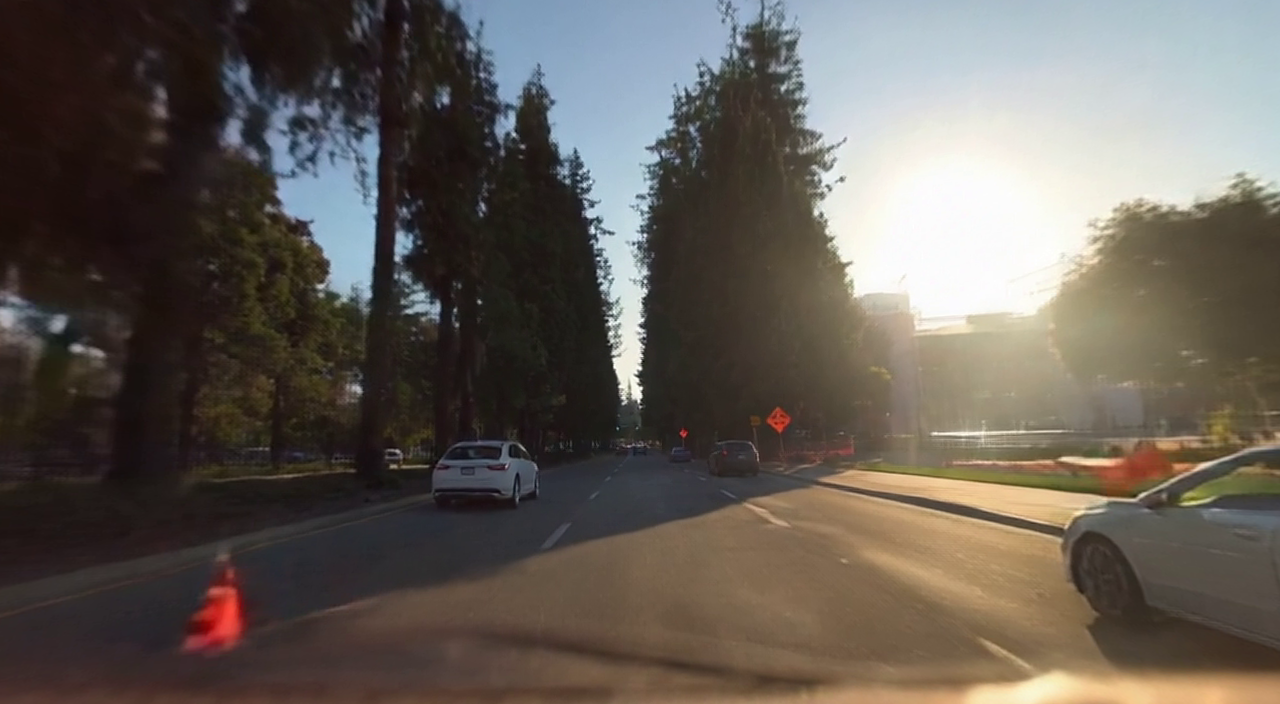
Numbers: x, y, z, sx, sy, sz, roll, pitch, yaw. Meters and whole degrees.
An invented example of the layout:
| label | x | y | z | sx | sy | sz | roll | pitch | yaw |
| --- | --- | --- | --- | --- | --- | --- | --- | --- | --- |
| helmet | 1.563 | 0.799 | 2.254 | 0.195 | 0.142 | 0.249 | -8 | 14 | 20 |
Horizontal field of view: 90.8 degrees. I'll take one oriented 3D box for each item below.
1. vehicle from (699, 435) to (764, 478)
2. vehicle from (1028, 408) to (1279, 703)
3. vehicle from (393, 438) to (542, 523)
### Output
| label | x | y | z | sx | sy | sz | roll | pitch | yaw |
| --- | --- | --- | --- | --- | --- | --- | --- | --- | --- |
| vehicle | 4.116 | 4.802 | 29.191 | 2.159 | 1.793 | 4.735 | 0 | -9 | -1 |
| vehicle | 4.099 | 1.039 | 3.193 | 1.827 | 1.491 | 3.743 | 0 | -9 | -1 |
| vehicle | -3.373 | 2.586 | 13.291 | 2.020 | 1.474 | 4.098 | 0 | -9 | -1 |
